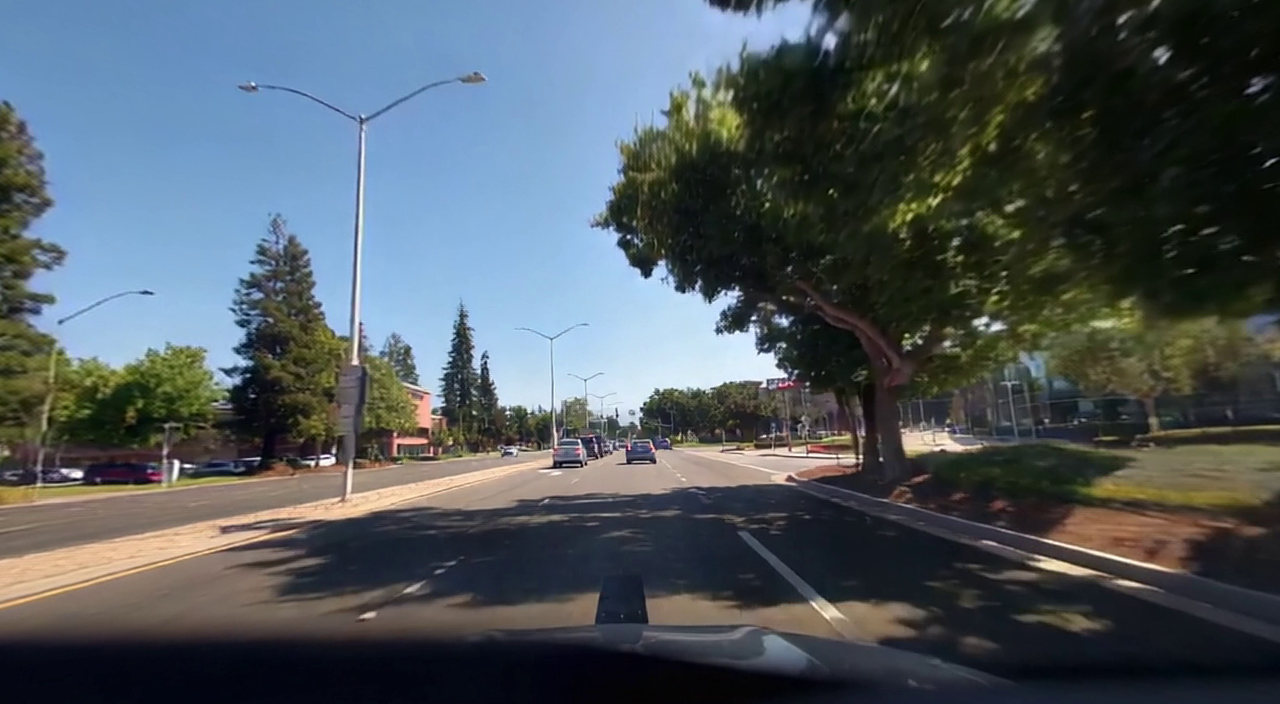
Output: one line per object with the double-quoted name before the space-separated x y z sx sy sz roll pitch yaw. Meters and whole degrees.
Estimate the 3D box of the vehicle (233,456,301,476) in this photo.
"vehicle" -29.292 8.936 49.635 4.193 1.435 1.770 0 -8 0

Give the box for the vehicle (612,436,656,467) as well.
"vehicle" -0.314 5.093 32.496 2.126 1.475 3.967 0 -8 -1

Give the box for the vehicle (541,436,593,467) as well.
"vehicle" -3.685 5.138 32.687 2.139 1.487 4.453 0 -8 0

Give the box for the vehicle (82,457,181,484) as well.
"vehicle" -28.772 6.700 35.827 3.942 1.471 1.859 0 -8 -1

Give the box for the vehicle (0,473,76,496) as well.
"vehicle" -41.517 9.050 43.129 3.923 1.400 2.091 0 -8 -2
